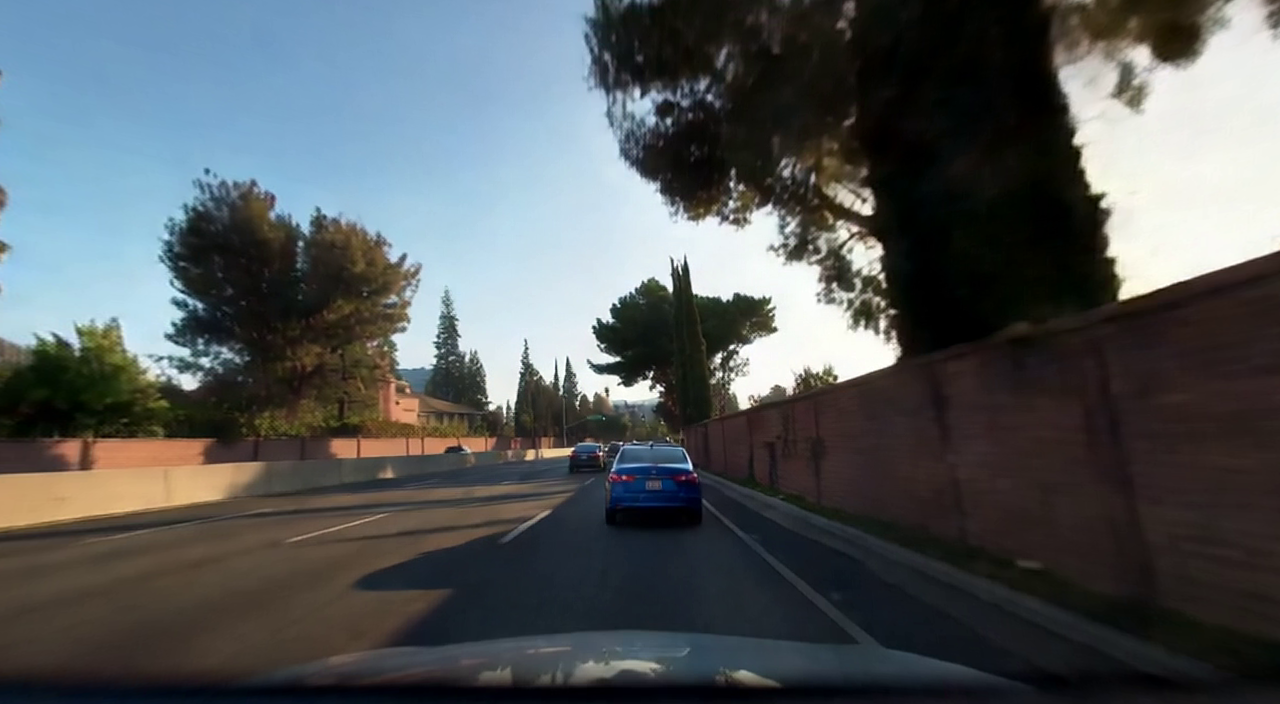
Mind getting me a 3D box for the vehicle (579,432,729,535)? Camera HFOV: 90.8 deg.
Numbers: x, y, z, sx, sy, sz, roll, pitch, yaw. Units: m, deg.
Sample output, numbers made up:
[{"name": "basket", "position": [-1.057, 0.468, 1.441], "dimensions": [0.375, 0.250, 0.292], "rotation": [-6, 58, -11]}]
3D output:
[{"name": "vehicle", "position": [0.175, 2.259, 11.524], "dimensions": [2.205, 1.509, 4.272], "rotation": [0, -8, -1]}]
